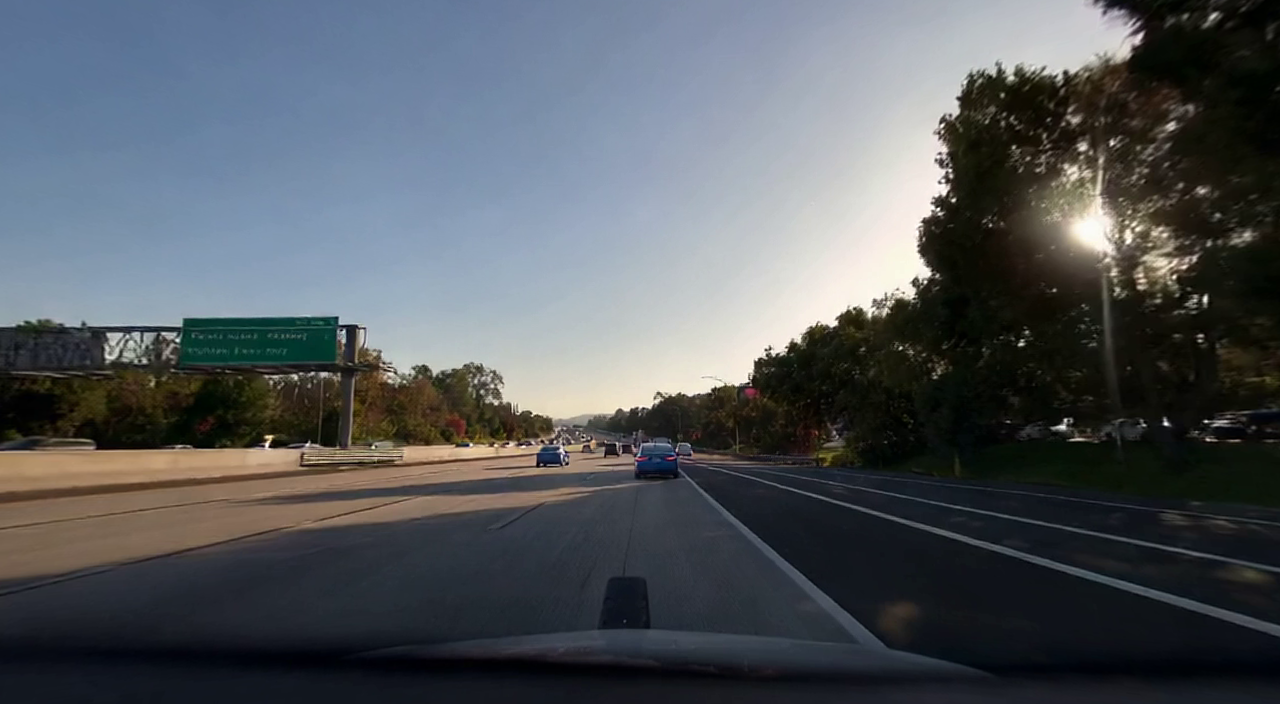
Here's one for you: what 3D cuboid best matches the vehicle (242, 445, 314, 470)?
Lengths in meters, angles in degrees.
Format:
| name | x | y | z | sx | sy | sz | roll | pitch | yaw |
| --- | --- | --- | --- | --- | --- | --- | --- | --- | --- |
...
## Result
| name | x | y | z | sx | sy | sz | roll | pitch | yaw |
| --- | --- | --- | --- | --- | --- | --- | --- | --- | --- |
| vehicle | -22.191 | 6.447 | 38.849 | 1.860 | 1.443 | 4.337 | 0 | -8 | 0 |

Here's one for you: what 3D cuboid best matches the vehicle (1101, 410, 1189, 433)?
| name | x | y | z | sx | sy | sz | roll | pitch | yaw |
| --- | --- | --- | --- | --- | --- | --- | --- | --- | --- |
| vehicle | 35.460 | 4.930 | 44.354 | 1.781 | 1.456 | 4.462 | 7 | -11 | -38 |

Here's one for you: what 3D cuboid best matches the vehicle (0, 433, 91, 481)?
| name | x | y | z | sx | sy | sz | roll | pitch | yaw |
| --- | --- | --- | --- | --- | --- | --- | --- | --- | --- |
| vehicle | -21.586 | 3.533 | 21.343 | 1.906 | 1.514 | 4.469 | 0 | -8 | 1 |

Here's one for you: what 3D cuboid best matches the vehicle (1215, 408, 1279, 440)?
| name | x | y | z | sx | sy | sz | roll | pitch | yaw |
| --- | --- | --- | --- | --- | --- | --- | --- | --- | --- |
| vehicle | 30.271 | 3.438 | 29.908 | 4.068 | 1.458 | 1.841 | 0 | -8 | 2 |

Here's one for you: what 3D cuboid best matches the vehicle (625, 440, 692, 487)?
| name | x | y | z | sx | sy | sz | roll | pitch | yaw |
| --- | --- | --- | --- | --- | --- | --- | --- | --- | --- |
| vehicle | 0.613 | 3.817 | 21.960 | 2.113 | 1.464 | 4.073 | 0 | -8 | 1 |

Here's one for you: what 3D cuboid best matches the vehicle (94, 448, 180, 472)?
| name | x | y | z | sx | sy | sz | roll | pitch | yaw |
| --- | --- | --- | --- | --- | --- | --- | --- | --- | --- |
| vehicle | -32.923 | 7.070 | 41.491 | 1.821 | 1.452 | 4.627 | 0 | -8 | 0 |

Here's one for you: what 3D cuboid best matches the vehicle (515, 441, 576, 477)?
| name | x | y | z | sx | sy | sz | roll | pitch | yaw |
| --- | --- | --- | --- | --- | --- | --- | --- | --- | --- |
| vehicle | -4.241 | 4.886 | 29.033 | 2.047 | 1.497 | 4.208 | 0 | -8 | 2 |
